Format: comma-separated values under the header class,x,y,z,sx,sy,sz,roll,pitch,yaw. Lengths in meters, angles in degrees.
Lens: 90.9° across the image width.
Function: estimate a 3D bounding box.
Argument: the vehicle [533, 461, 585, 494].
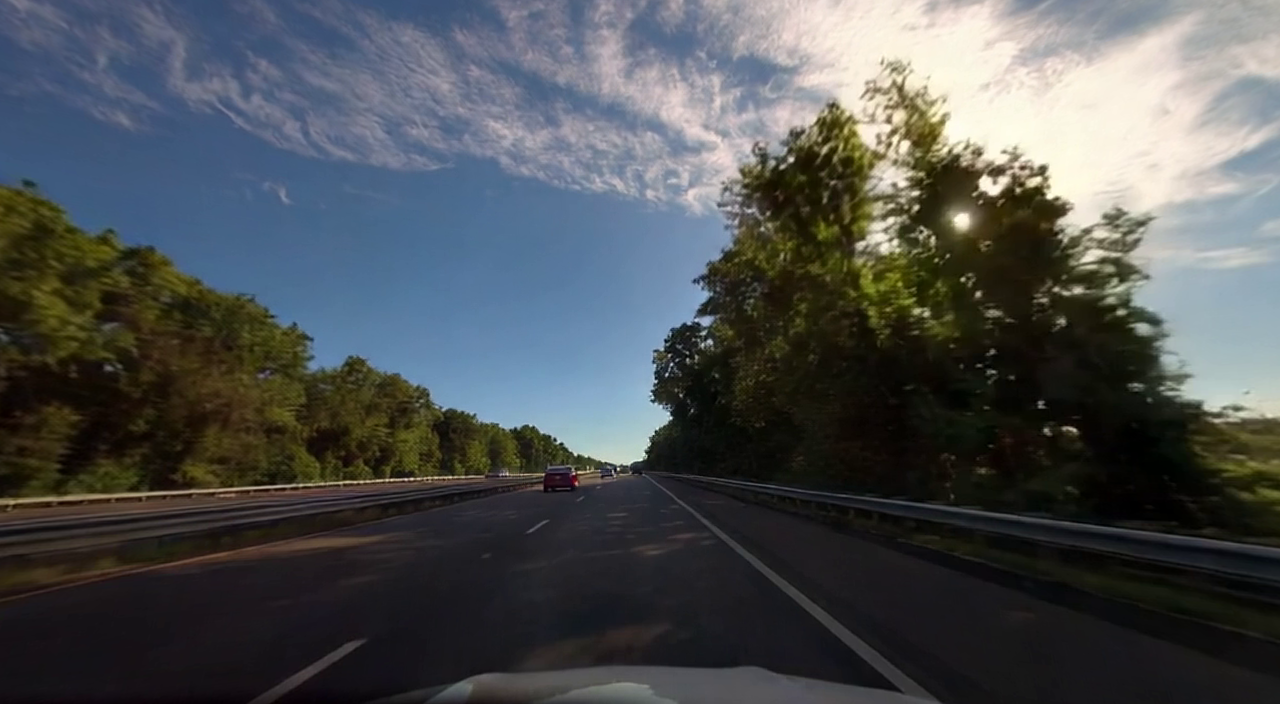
class,x,y,z,sx,sy,sz,roll,pitch,yaw
vehicle,-4.126,6.524,32.829,2.040,1.525,4.603,1,-11,1
